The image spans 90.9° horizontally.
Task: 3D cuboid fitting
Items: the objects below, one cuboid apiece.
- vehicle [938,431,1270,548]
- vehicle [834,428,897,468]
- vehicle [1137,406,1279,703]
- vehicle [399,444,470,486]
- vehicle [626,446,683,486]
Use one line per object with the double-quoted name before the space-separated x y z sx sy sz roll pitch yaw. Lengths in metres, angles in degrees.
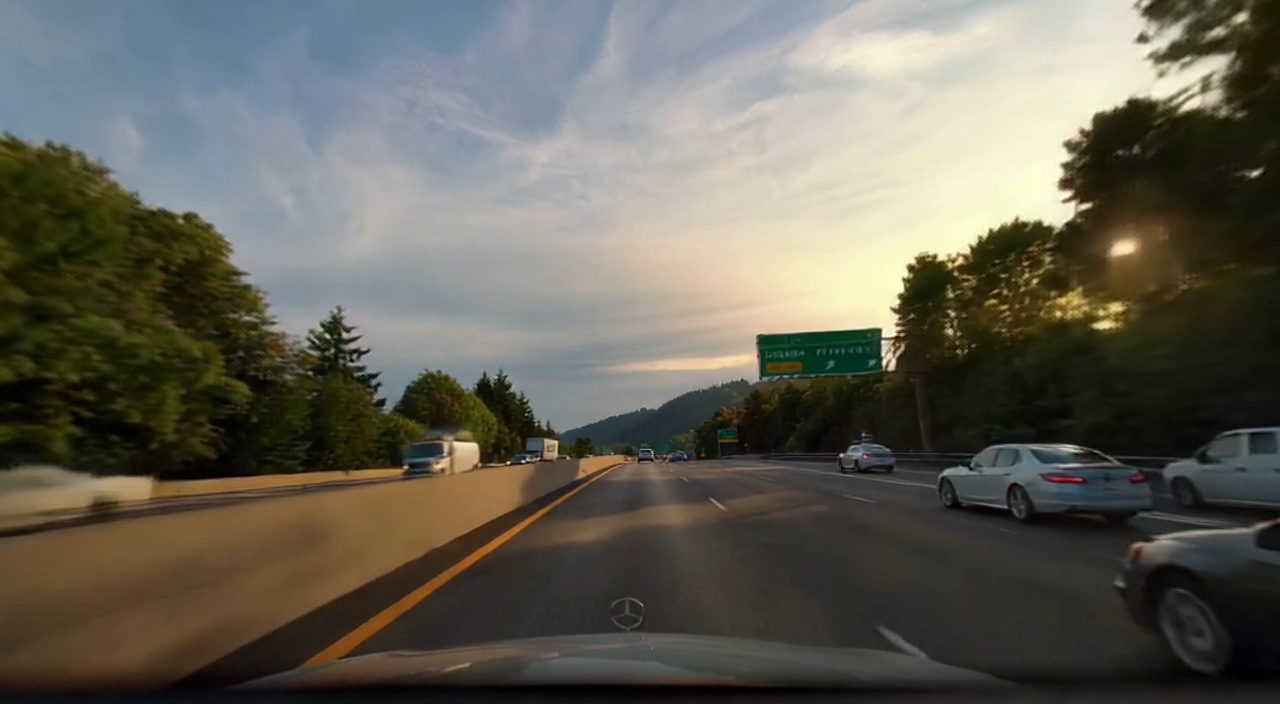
"vehicle" 7.200 2.163 10.639 1.977 1.502 4.670 0 -9 -1
"vehicle" 14.851 6.363 41.828 2.115 2.446 5.323 0 -9 0
"vehicle" 3.699 0.740 1.168 2.029 1.475 4.279 0 -9 0
"vehicle" -10.992 6.054 34.139 2.132 2.054 5.061 0 -9 -1
"vehicle" 0.551 4.690 26.243 2.177 1.520 4.278 0 -9 0
